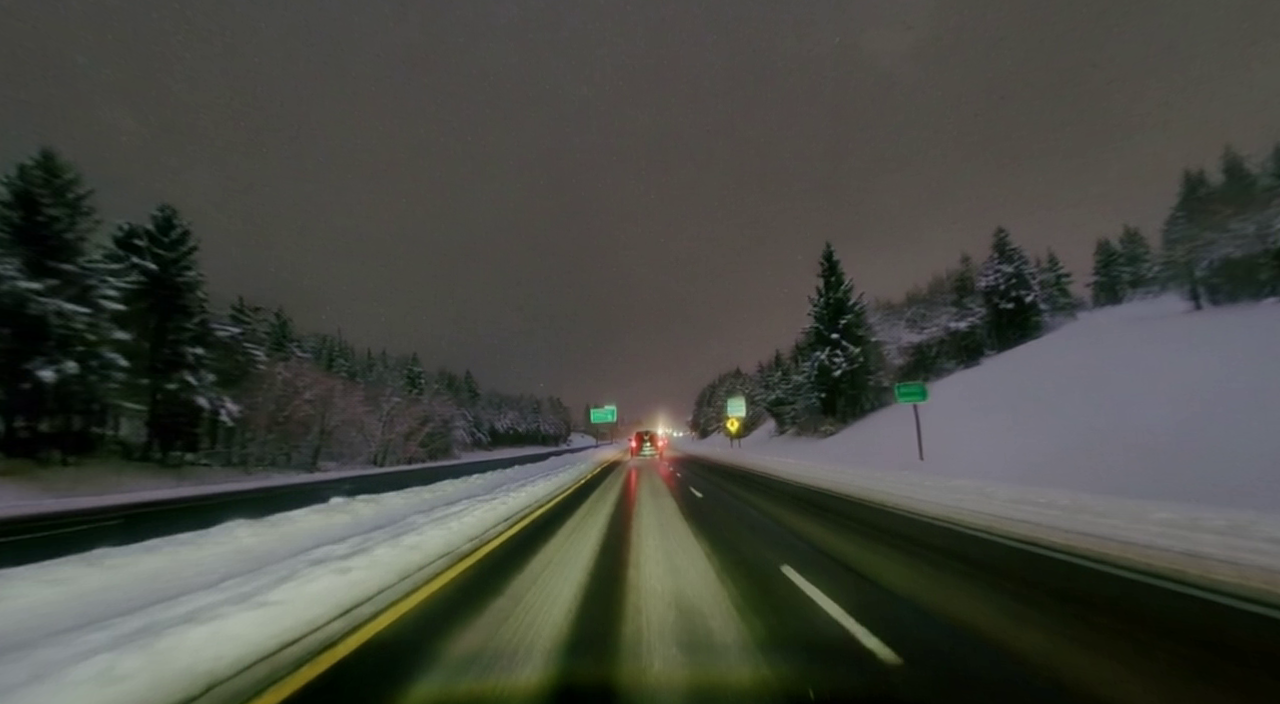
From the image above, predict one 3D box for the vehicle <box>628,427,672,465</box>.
[{"bbox_3d":[0.545,5.151,34.598,2.301,1.944,4.554,0,-8,1],"label":"vehicle"}]
